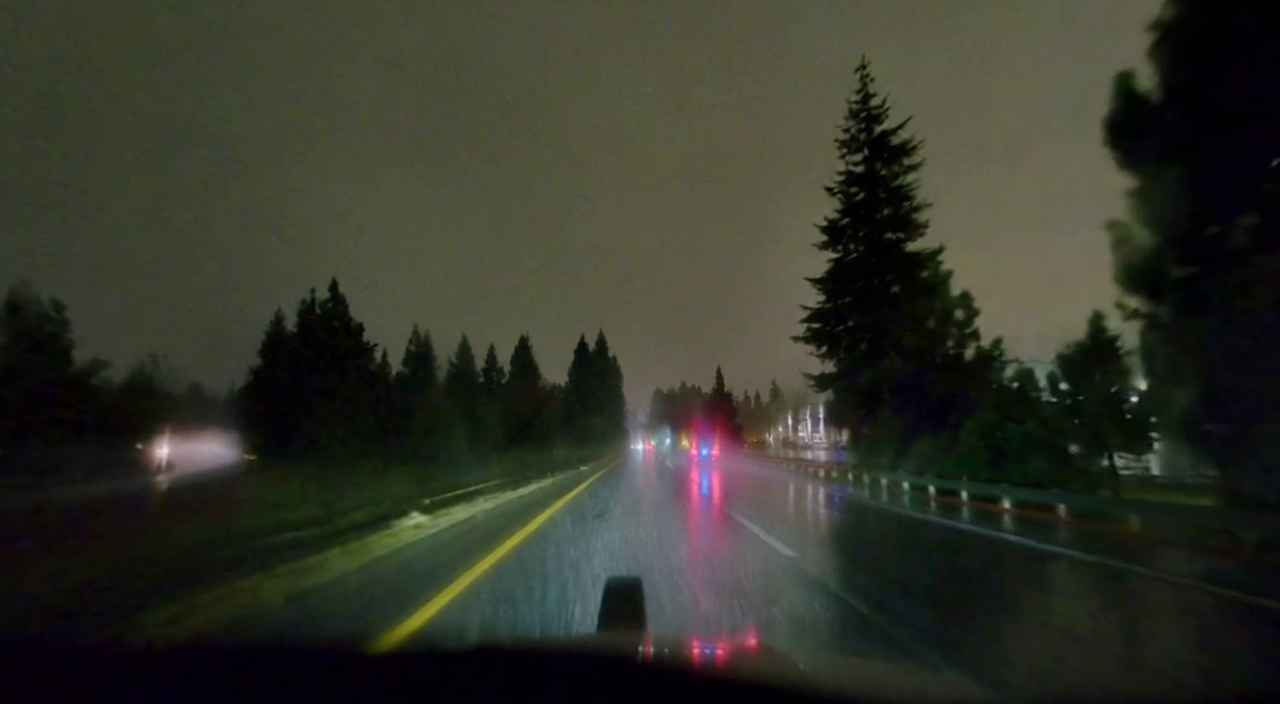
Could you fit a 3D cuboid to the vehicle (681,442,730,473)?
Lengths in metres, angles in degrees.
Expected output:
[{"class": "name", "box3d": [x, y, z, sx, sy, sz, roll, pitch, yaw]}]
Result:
[{"class": "vehicle", "box3d": [3.387, 5.533, 33.250, 2.079, 1.531, 3.997, 0, -9, -2]}]
